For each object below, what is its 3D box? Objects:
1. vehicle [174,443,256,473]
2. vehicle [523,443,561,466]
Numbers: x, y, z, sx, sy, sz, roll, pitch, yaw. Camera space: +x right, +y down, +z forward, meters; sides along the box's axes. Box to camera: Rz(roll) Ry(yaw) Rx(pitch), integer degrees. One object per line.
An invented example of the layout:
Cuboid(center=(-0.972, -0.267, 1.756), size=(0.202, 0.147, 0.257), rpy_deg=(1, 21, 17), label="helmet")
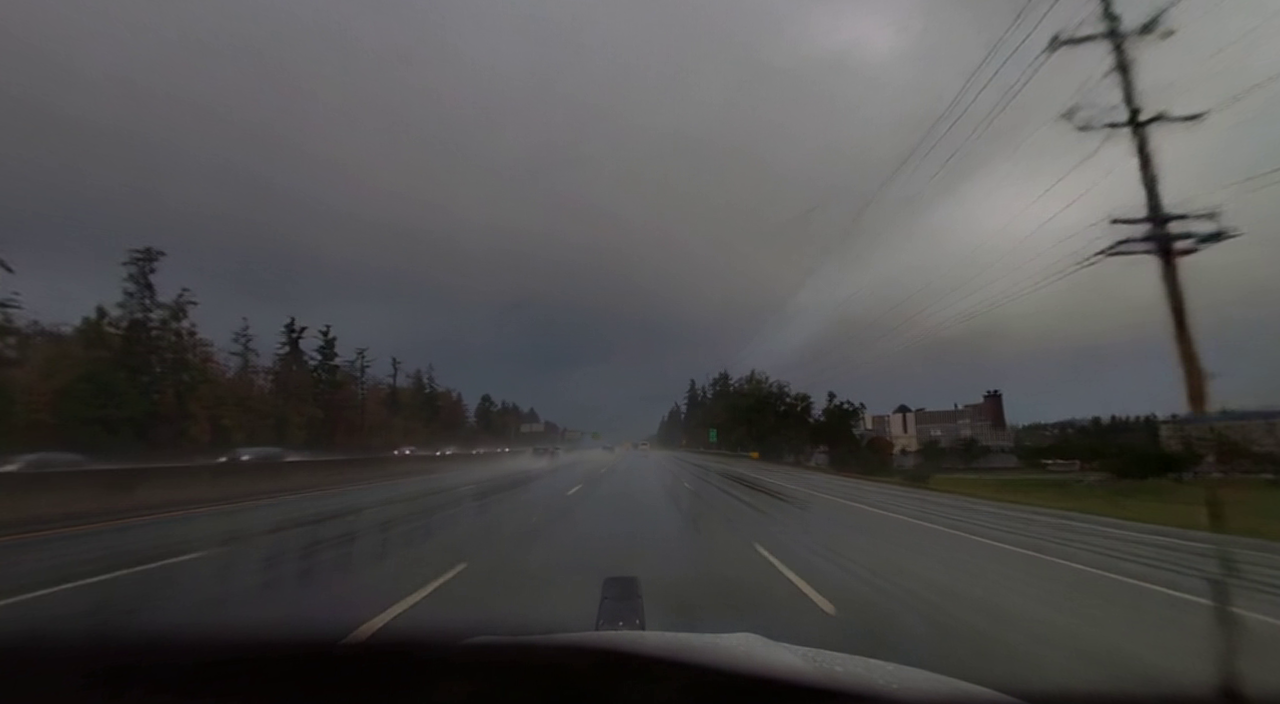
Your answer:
Cuboid(center=(-26.179, 6.549, 38.987), size=(1.962, 1.701, 4.482), rpy_deg=(0, -9, 0), label="vehicle")
Cuboid(center=(-7.104, 7.487, 46.068), size=(2.034, 1.563, 4.476), rpy_deg=(0, -9, 1), label="vehicle")
